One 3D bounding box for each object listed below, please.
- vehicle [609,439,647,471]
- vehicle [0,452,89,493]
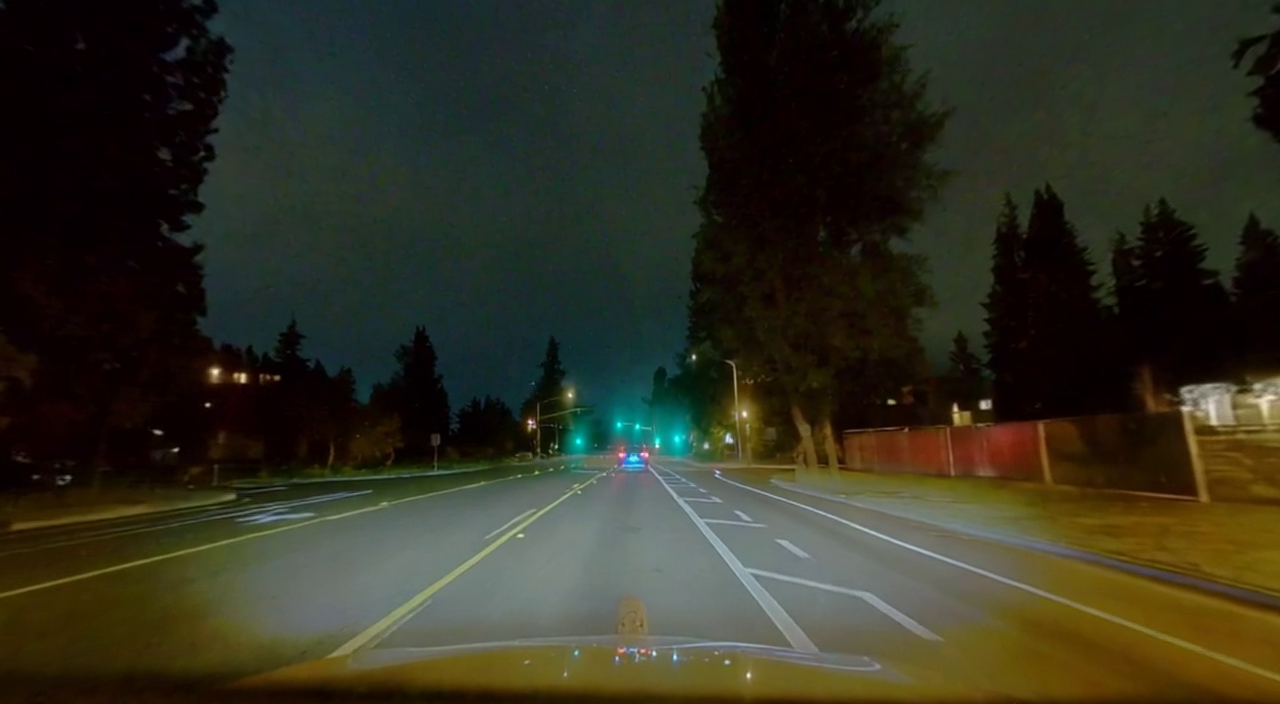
[{"bbox_3d":[-0.690,6.338,39.125,2.230,1.827,4.298,0,-8,0],"label":"vehicle"},{"bbox_3d":[-24.819,4.804,25.561,1.830,1.467,4.270,2,-9,-12],"label":"vehicle"}]
